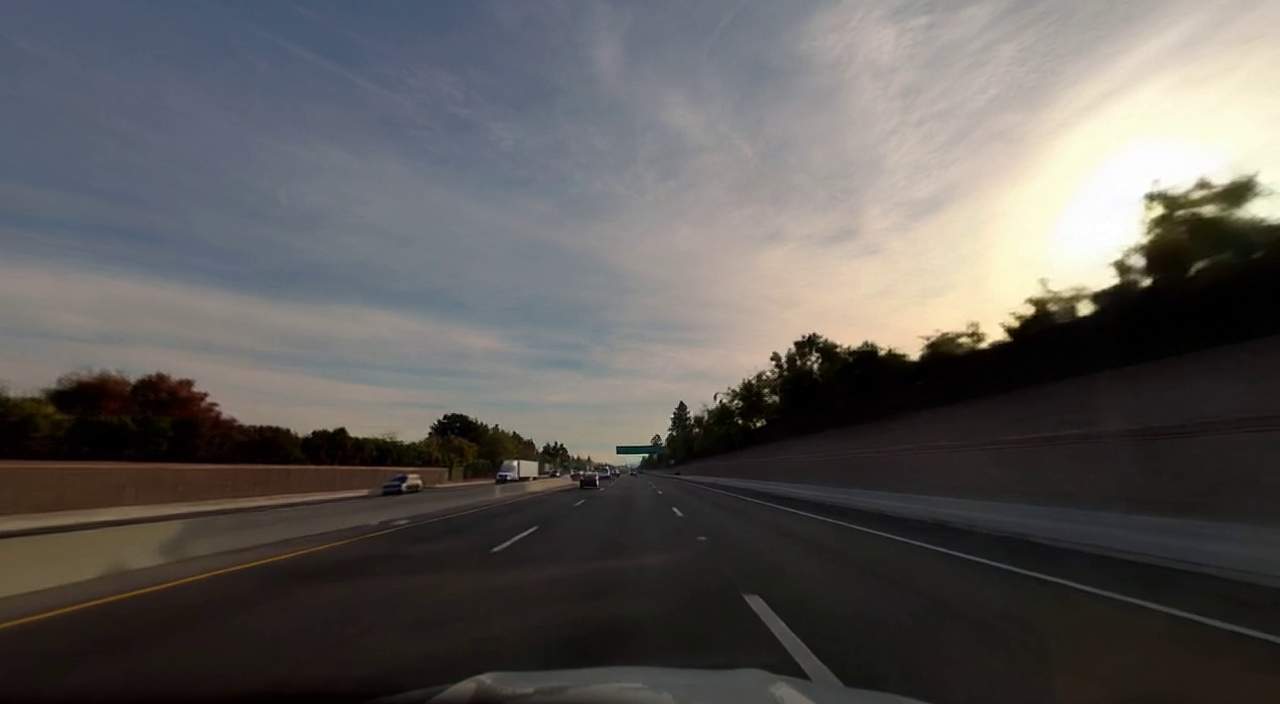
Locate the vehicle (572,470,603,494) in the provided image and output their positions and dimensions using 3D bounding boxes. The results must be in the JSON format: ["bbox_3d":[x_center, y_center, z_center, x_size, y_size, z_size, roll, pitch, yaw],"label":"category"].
[{"bbox_3d":[-3.578,8.919,43.391,1.863,1.486,3.852,1,-11,-1],"label":"vehicle"}]
